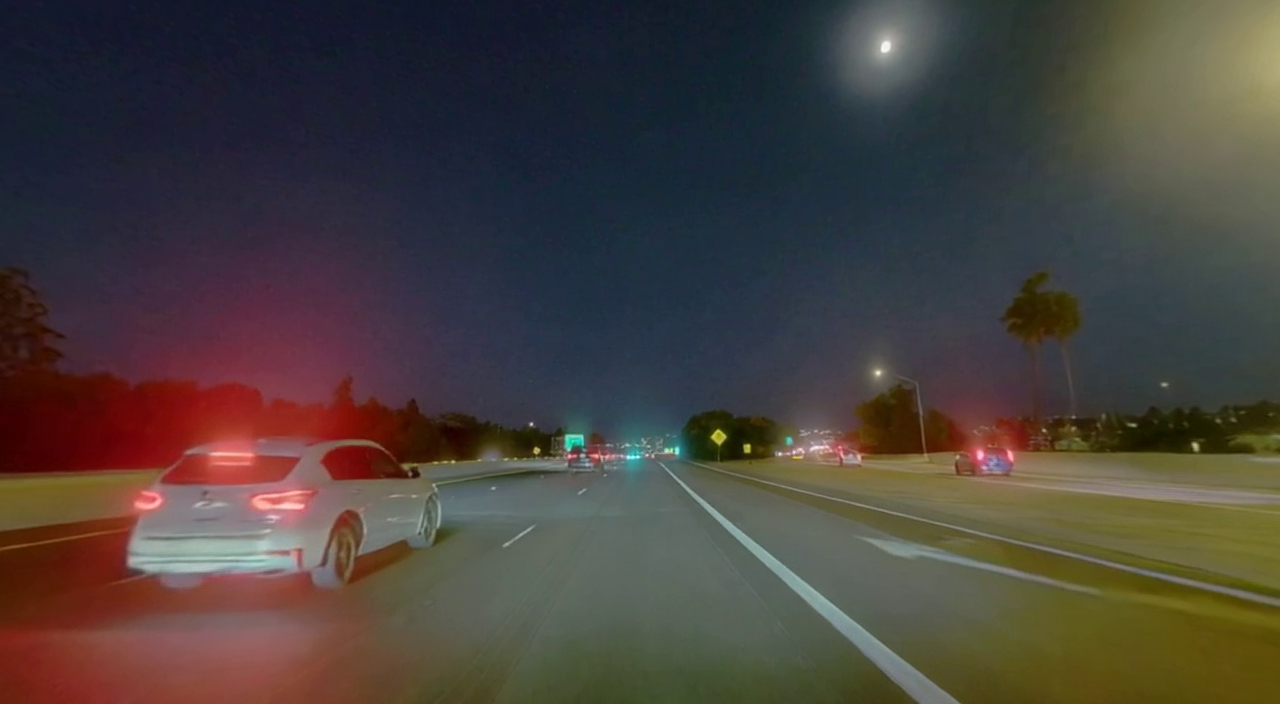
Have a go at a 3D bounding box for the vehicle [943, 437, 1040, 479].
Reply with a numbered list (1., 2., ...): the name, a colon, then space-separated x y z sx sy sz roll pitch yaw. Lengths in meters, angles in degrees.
1. vehicle: 16.236 4.917 29.422 1.991 1.755 4.836 -1 -9 4

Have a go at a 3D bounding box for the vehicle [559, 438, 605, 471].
1. vehicle: -3.662 6.618 40.786 2.420 1.937 5.916 0 -9 0

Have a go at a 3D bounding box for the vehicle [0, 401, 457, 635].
1. vehicle: -3.928 1.626 7.224 2.162 1.747 4.791 0 -9 1
